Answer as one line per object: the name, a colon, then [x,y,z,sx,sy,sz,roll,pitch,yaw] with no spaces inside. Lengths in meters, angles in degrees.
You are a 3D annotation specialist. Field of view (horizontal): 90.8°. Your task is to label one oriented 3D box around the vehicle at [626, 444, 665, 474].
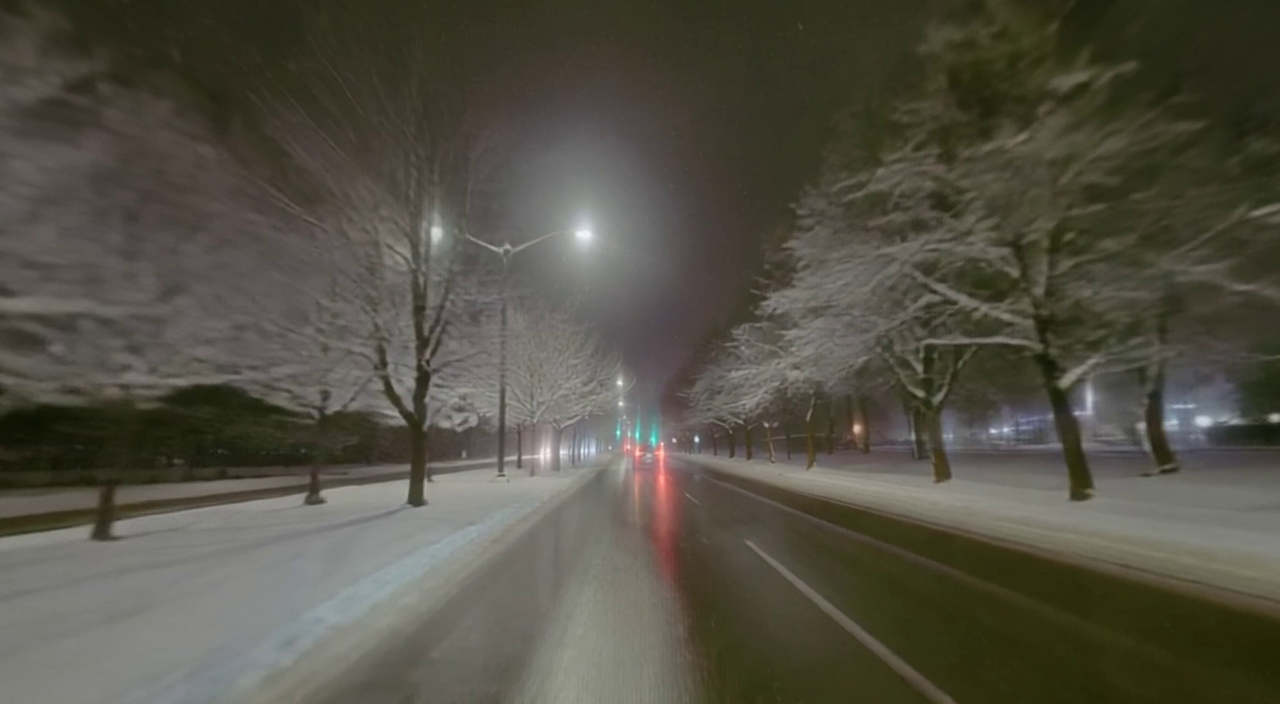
vehicle: [0.250,5.998,35.653,2.048,1.584,4.393,0,-8,-2]
